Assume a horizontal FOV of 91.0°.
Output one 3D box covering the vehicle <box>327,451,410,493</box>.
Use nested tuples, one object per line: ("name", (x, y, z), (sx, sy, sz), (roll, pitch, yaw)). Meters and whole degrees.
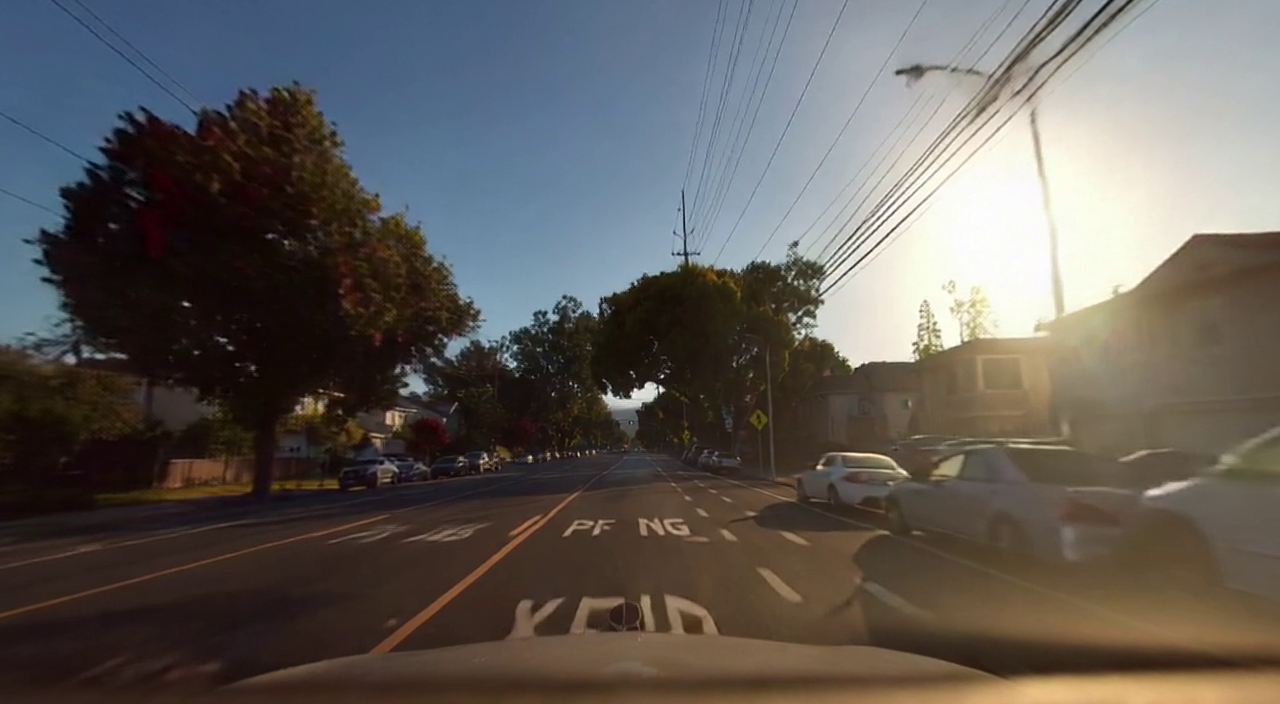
("vehicle", (-12.400, 5.473, 29.093), (1.999, 1.650, 4.381), (-3, -9, -1))

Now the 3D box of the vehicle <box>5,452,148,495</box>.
("vehicle", (-22.184, 4.776, 24.904), (3.745, 1.598, 1.927), (0, -9, -1))

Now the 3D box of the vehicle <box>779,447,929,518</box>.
("vehicle", (5.026, 3.093, 15.563), (2.022, 1.464, 4.462), (0, -9, -2))

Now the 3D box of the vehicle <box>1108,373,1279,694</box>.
("vehicle", (4.953, 0.940, 2.730), (2.123, 1.928, 4.752), (0, -9, 0))

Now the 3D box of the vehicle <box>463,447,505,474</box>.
("vehicle", (-12.235, 8.489, 49.605), (2.116, 1.875, 4.675), (-3, -9, 0))

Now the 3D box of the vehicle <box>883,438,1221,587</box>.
("vehicle", (5.232, 2.040, 8.888), (1.879, 1.561, 4.224), (0, -9, 0))

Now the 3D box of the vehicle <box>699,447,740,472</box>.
("vehicle", (4.938, 6.740, 39.673), (1.924, 1.471, 4.259), (0, -9, -2))
